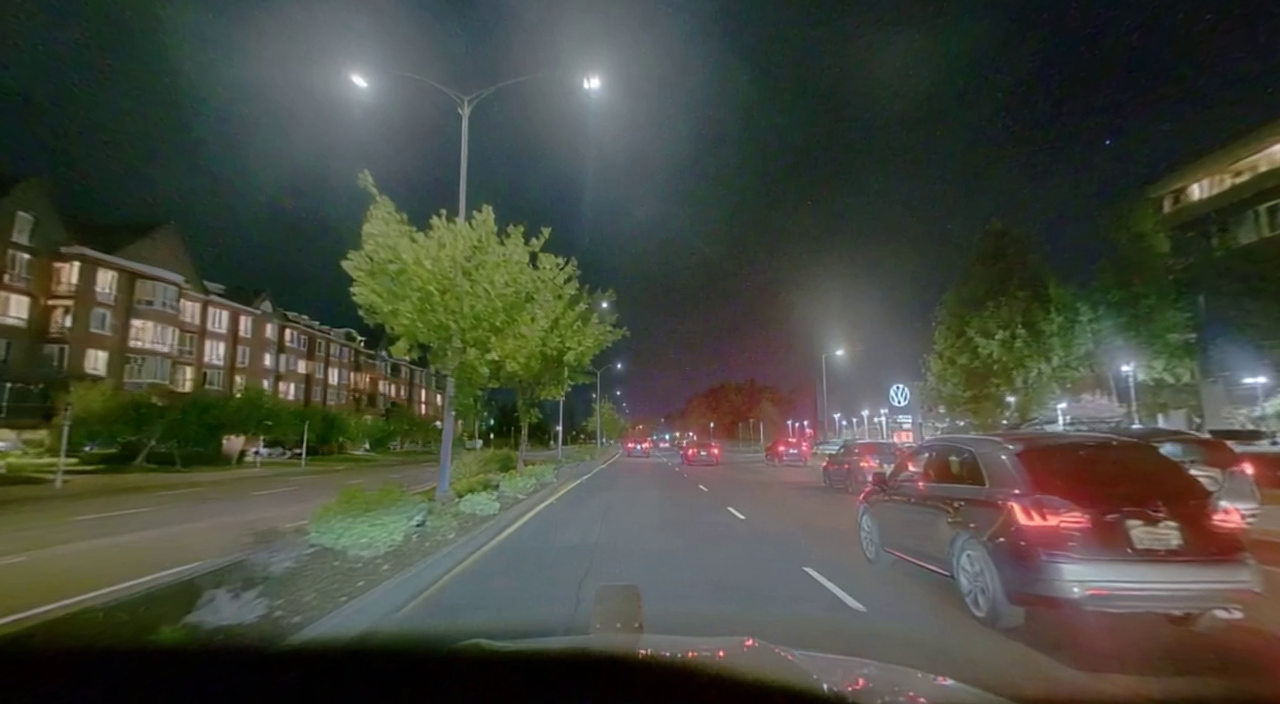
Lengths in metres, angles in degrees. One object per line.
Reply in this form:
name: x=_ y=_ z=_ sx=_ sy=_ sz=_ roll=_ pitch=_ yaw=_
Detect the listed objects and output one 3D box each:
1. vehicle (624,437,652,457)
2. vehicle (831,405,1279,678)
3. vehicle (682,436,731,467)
vehicle: x=-0.195 y=7.478 z=49.796 sx=2.095 sy=1.456 sz=3.873 roll=0 pitch=-8 yaw=-1
vehicle: x=3.371 y=1.344 z=5.597 sx=2.034 sy=1.496 sz=4.040 roll=0 pitch=-8 yaw=-1
vehicle: x=3.442 y=5.230 z=33.521 sx=1.953 sy=1.514 sz=4.672 roll=0 pitch=-8 yaw=-2
